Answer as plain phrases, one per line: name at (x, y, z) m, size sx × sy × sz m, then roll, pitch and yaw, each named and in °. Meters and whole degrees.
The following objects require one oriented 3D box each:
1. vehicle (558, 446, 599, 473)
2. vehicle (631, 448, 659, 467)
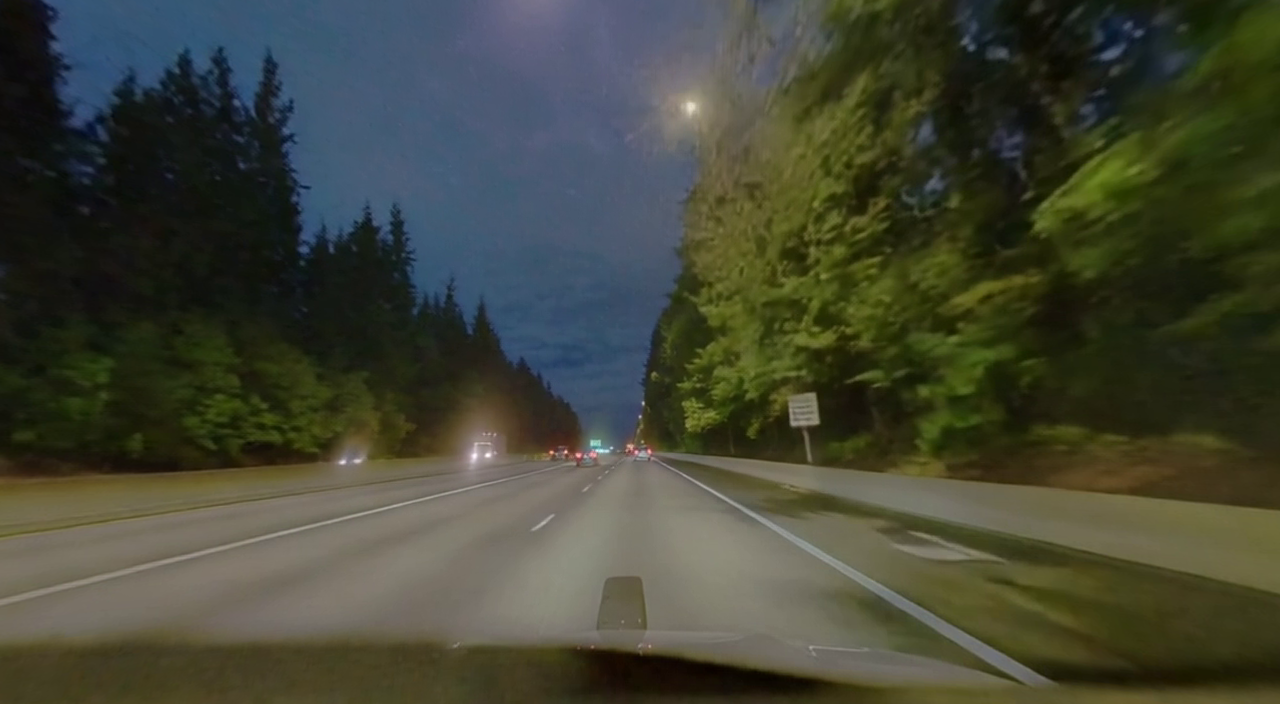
vehicle at (-3.569, 6.331, 37.263) m, size 2.112 × 1.498 × 4.117 m, roll 0°, pitch -9°, yaw -1°
vehicle at (0.330, 7.958, 47.653) m, size 1.989 × 1.402 × 3.831 m, roll 0°, pitch -9°, yaw -1°
